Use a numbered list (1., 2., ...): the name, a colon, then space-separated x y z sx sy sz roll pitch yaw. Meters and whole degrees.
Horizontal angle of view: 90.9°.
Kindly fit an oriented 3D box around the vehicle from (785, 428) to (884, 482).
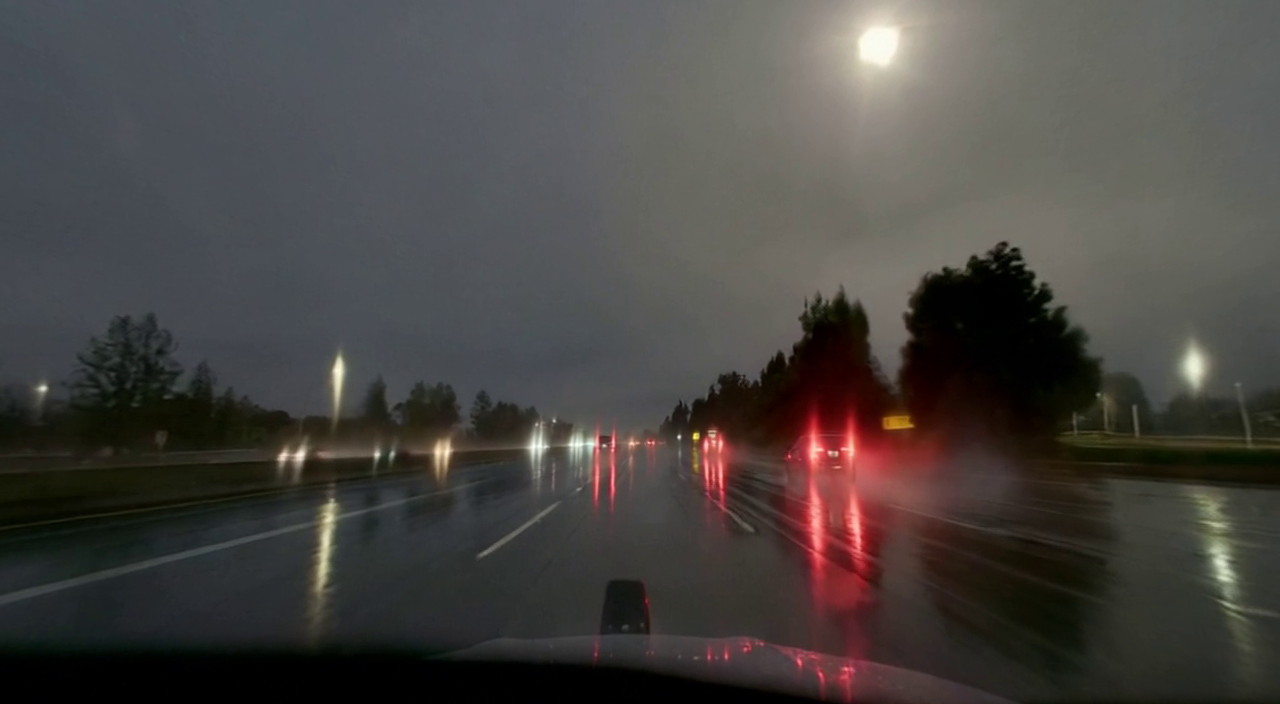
1. vehicle: 6.654 3.586 22.147 2.063 1.706 4.259 0 -8 -1
